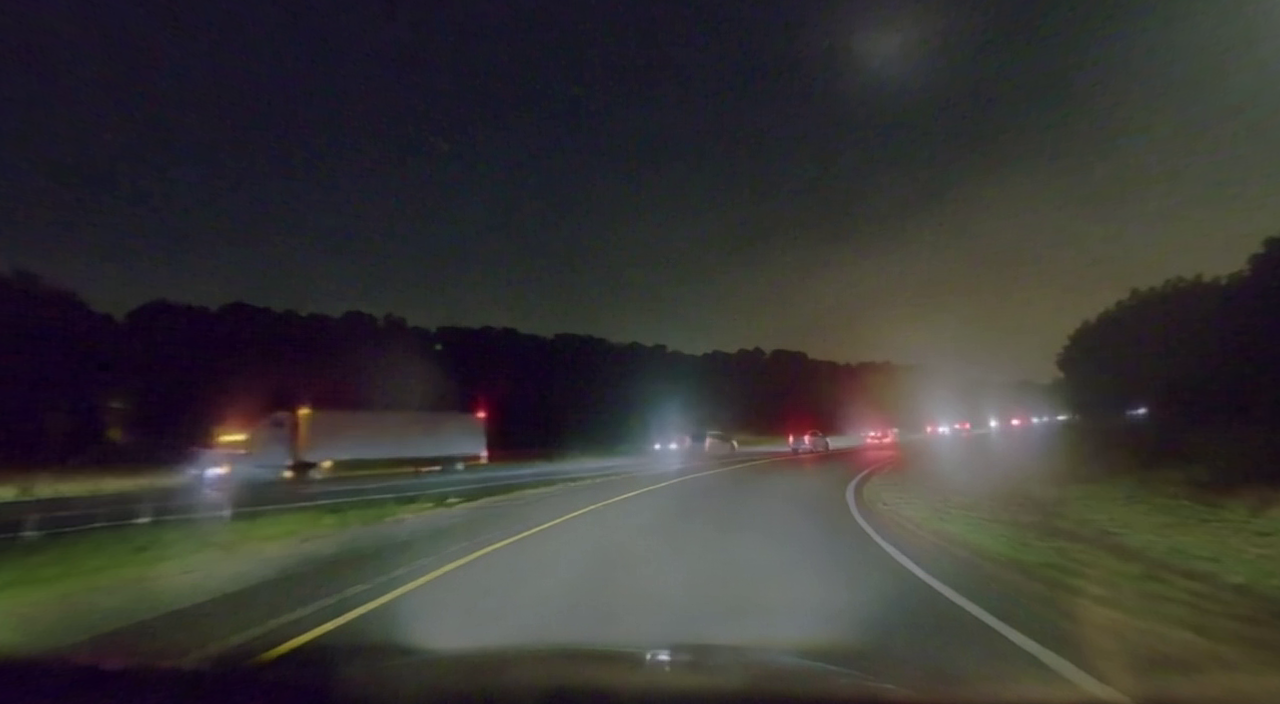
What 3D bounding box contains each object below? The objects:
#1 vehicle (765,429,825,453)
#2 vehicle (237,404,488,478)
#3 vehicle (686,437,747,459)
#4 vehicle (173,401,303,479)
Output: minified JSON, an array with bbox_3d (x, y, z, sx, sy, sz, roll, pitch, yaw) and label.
[{"bbox_3d":[10.973,6.242,44.272,2.135,1.579,4.843,-7,-11,39],"label":"vehicle"},{"bbox_3d":[-16.119,5.467,38.766,2.888,3.781,14.258,-7,-10,38],"label":"vehicle"},{"bbox_3d":[5.439,6.723,44.203,1.923,1.496,4.819,-7,-11,39],"label":"vehicle"},{"bbox_3d":[-20.882,4.586,32.844,2.985,3.697,4.762,-7,-11,38],"label":"vehicle"}]
